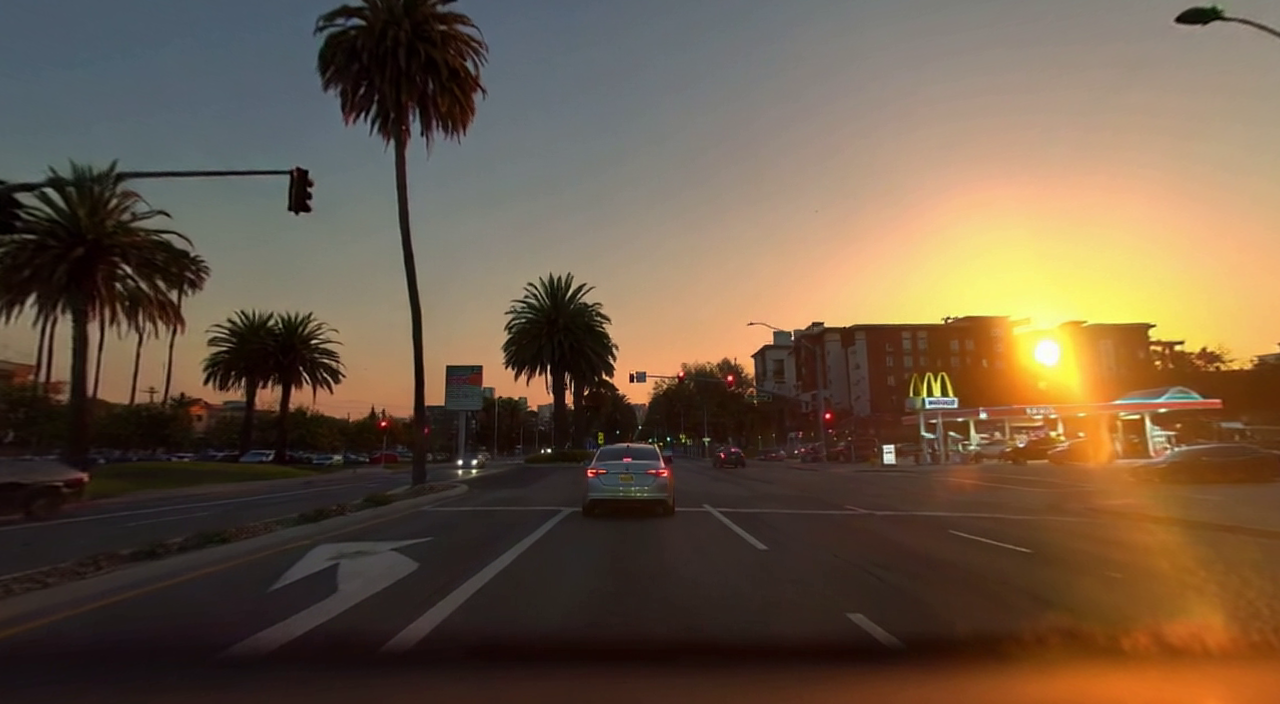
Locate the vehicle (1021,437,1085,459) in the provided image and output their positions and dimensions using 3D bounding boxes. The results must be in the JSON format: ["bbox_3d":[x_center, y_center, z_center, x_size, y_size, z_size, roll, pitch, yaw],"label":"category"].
[{"bbox_3d":[32.028,7.433,49.146,1.903,1.630,4.320,0,-8,-1],"label":"vehicle"}]

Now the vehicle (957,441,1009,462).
[{"bbox_3d":[26.568,7.722,49.044,1.923,1.501,3.849,-1,-8,2],"label":"vehicle"}]

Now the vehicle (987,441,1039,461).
[{"bbox_3d":[29.035,7.708,49.269,1.848,1.467,3.941,-1,-8,4],"label":"vehicle"}]

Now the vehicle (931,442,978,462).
[{"bbox_3d":[24.488,7.787,49.285,1.738,1.462,3.609,0,-8,0],"label":"vehicle"}]

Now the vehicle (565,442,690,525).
[{"bbox_3d":[-0.216,2.728,13.807,2.270,1.475,4.571,0,-8,0],"label":"vehicle"}]

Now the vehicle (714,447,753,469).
[{"bbox_3d":[6.650,7.612,45.480,2.017,1.491,4.420,0,-8,-2],"label":"vehicle"}]
